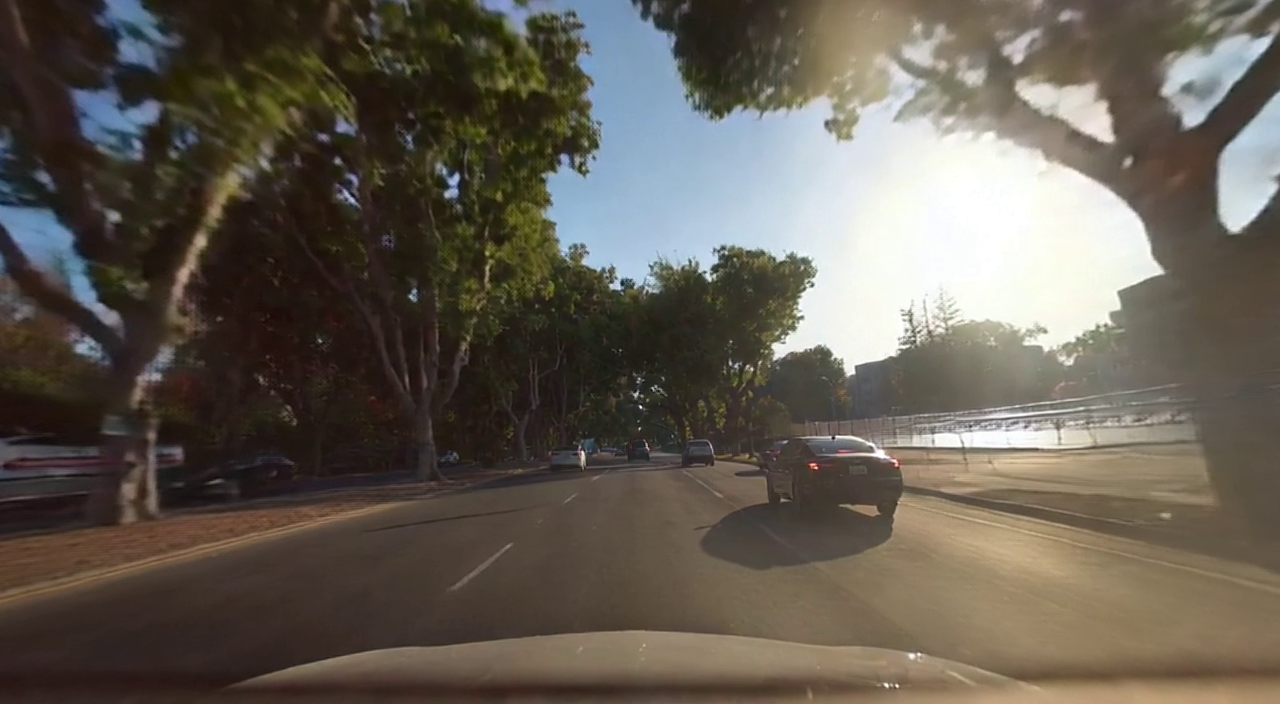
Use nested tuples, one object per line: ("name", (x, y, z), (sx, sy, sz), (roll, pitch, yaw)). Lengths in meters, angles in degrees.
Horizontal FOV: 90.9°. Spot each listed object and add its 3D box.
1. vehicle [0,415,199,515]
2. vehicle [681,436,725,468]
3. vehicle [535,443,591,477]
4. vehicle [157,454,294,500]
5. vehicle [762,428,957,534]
("vehicle", (-22.505, 4.220, 24.255), (2.816, 3.267, 11.356), (0, -8, 0))
("vehicle", (3.473, 5.614, 35.620), (1.980, 1.709, 4.367), (0, -8, -1))
("vehicle", (-3.328, 4.741, 28.003), (2.013, 1.354, 3.908), (0, -8, 0))
("vehicle", (-15.645, 4.722, 24.188), (2.046, 1.482, 4.697), (0, -8, 1))
("vehicle", (3.580, 2.167, 11.244), (1.919, 1.502, 4.232), (0, -8, 0))
